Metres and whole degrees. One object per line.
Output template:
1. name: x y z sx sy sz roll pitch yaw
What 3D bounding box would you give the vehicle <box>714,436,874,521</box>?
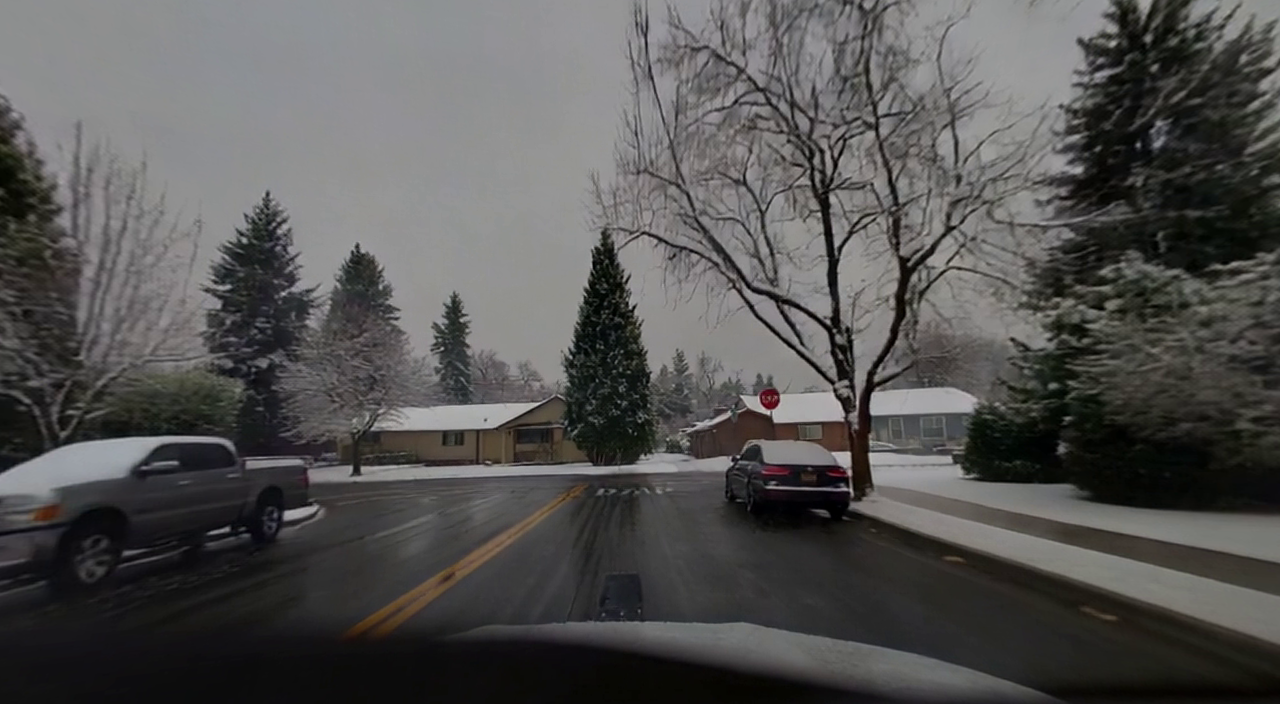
1. vehicle: 3.013 2.594 13.550 2.167 1.479 4.597 0 -9 -1

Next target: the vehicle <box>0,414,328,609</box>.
1. vehicle: -6.914 1.983 8.899 2.225 1.817 5.731 -2 -8 -1
